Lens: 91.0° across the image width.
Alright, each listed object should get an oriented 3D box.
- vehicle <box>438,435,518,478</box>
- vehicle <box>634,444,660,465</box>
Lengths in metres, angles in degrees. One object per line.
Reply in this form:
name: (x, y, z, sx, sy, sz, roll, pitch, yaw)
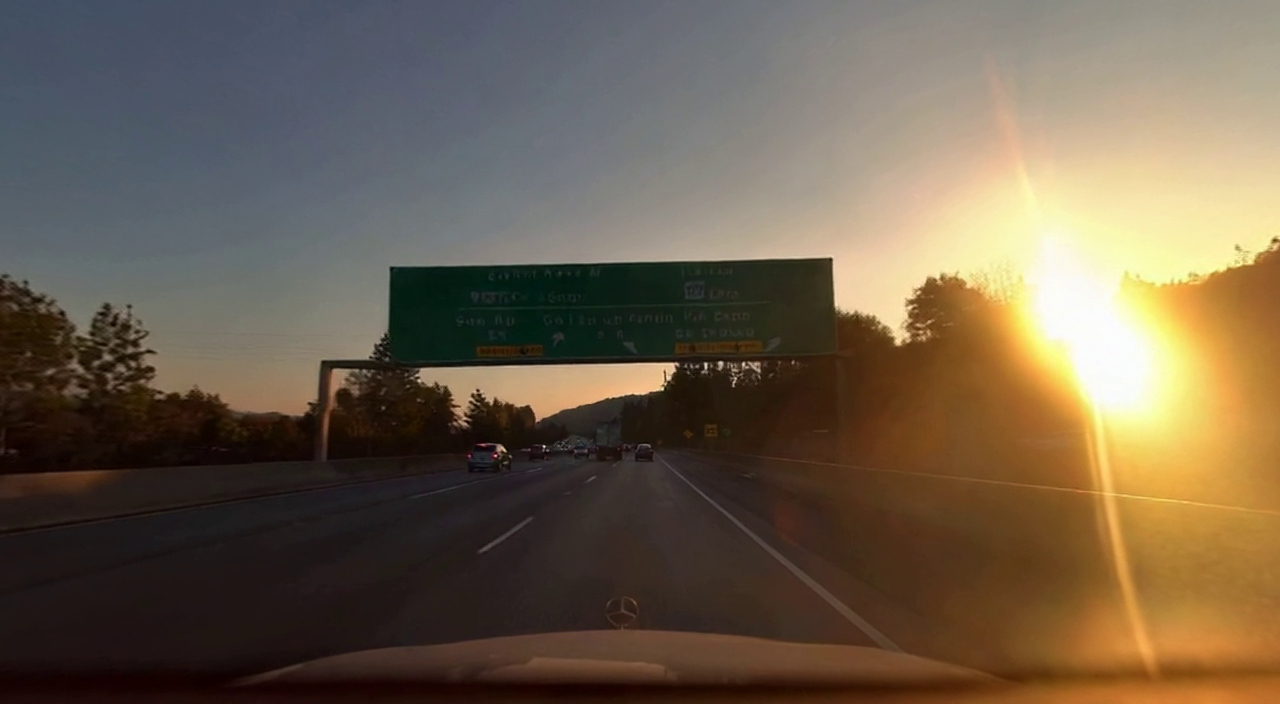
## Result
vehicle: (-7.255, 4.737, 28.879, 2.115, 1.778, 5.572, 0, -8, 1)
vehicle: (0.534, 7.734, 47.725, 1.931, 1.528, 4.126, 0, -8, 1)
